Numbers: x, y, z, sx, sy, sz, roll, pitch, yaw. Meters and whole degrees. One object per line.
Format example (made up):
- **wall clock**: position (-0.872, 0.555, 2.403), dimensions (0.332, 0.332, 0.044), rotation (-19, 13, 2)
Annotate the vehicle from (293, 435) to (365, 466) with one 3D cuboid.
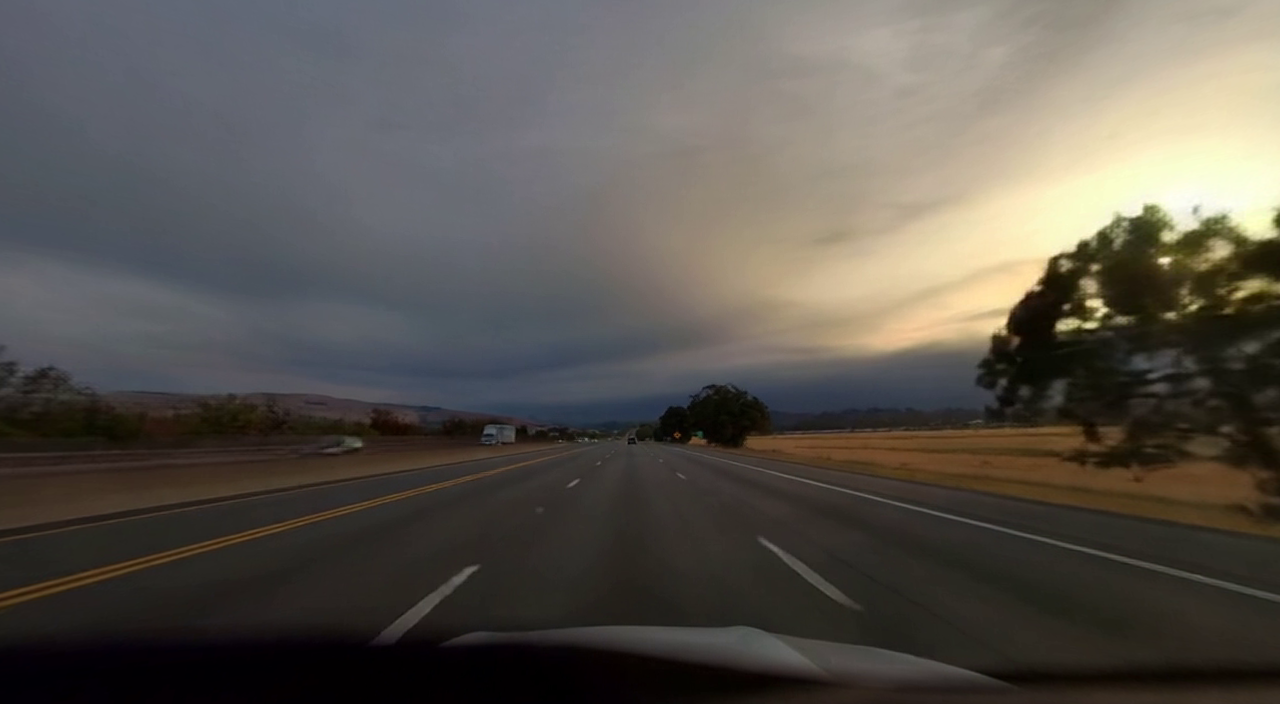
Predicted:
- **vehicle**: position (-16.380, 5.180, 33.332), dimensions (1.902, 1.512, 4.009), rotation (0, -8, -2)
